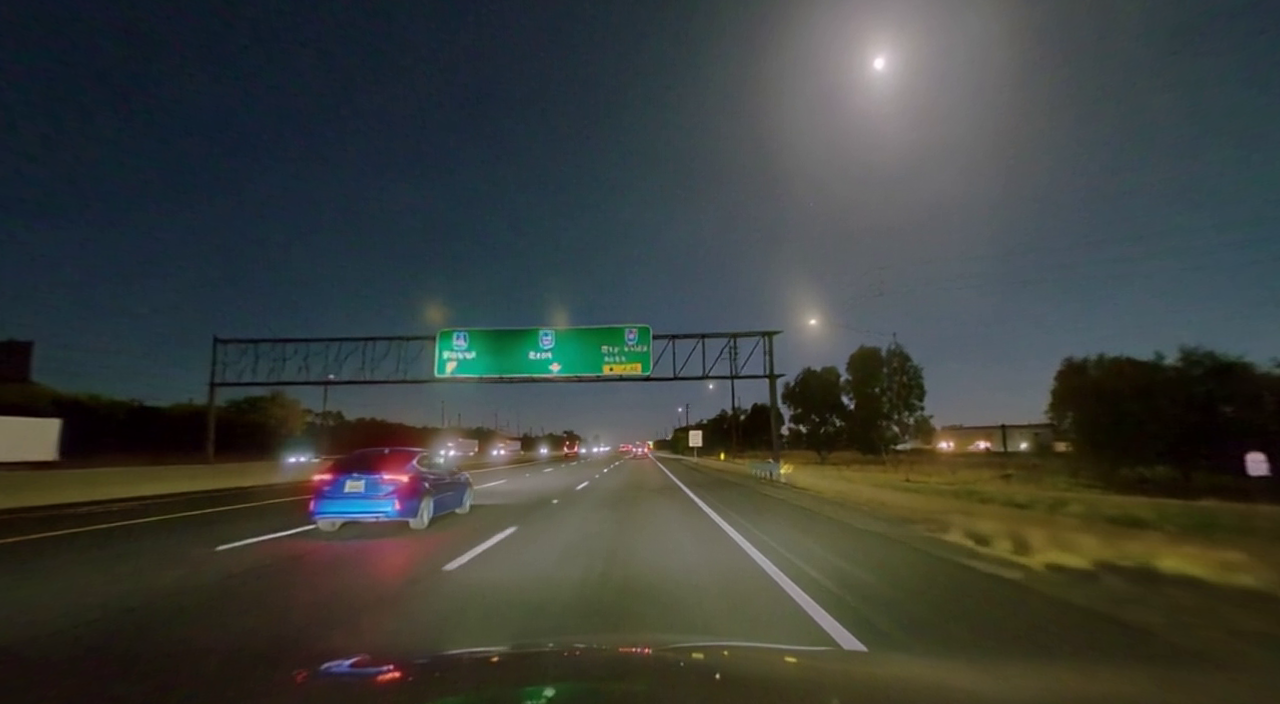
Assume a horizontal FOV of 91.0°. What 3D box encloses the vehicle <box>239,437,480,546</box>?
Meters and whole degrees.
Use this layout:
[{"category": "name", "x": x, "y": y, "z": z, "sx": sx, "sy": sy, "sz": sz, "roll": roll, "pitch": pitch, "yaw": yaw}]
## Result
[{"category": "vehicle", "x": -4.488, "y": 2.288, "z": 11.057, "sx": 2.104, "sy": 1.501, "sz": 4.459, "roll": 0, "pitch": -9, "yaw": 1}]
